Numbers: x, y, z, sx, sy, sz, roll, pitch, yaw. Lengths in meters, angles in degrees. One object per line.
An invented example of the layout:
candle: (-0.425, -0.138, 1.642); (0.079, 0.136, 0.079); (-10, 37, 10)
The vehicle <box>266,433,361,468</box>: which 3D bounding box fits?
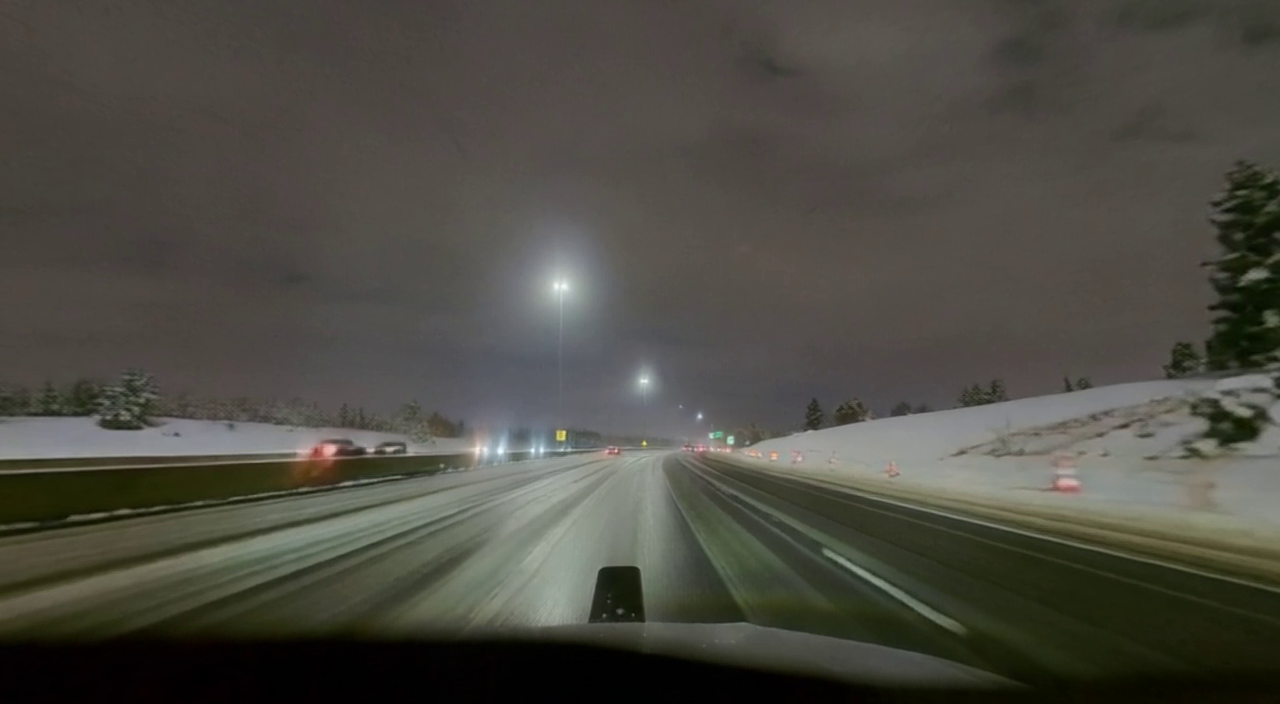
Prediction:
vehicle: (-18.734, 5.725, 36.561); (2.268, 1.823, 5.765); (0, -9, 2)
